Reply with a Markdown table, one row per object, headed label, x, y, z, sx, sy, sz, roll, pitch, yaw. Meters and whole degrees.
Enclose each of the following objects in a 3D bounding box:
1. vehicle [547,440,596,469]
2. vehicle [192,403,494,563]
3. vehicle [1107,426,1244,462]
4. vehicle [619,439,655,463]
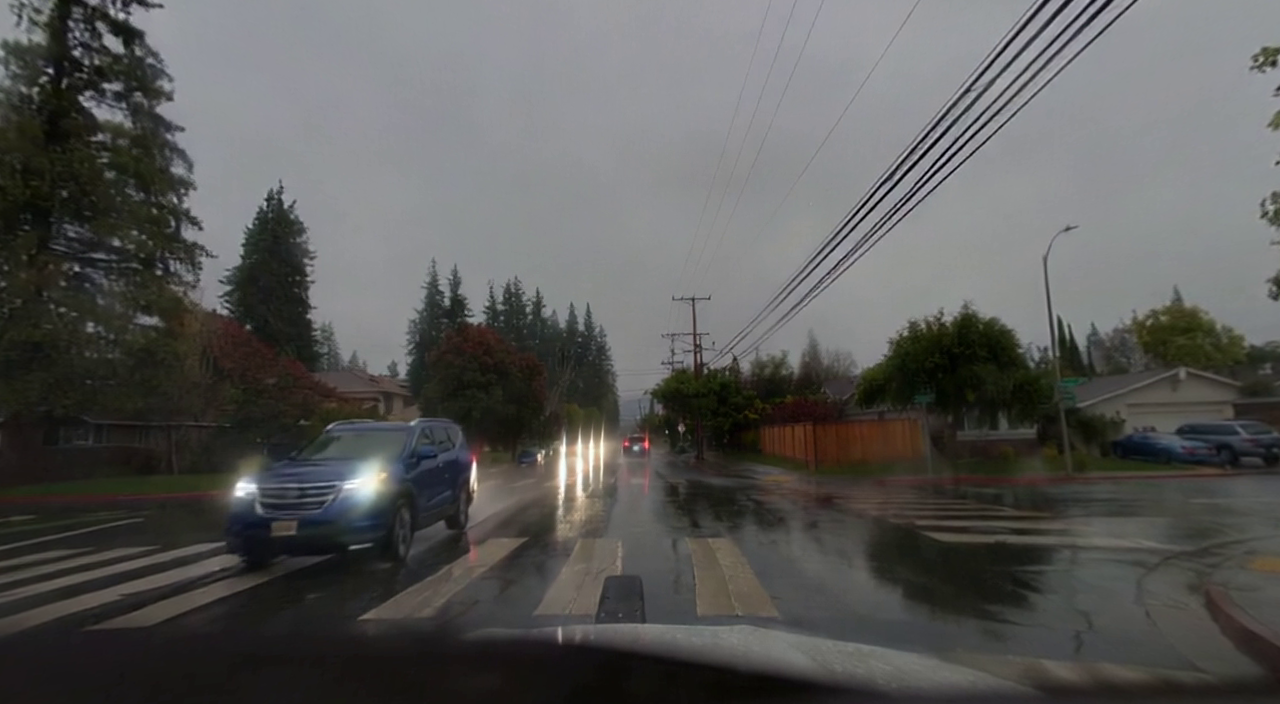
| label | x | y | z | sx | sy | sz | roll | pitch | yaw |
| --- | --- | --- | --- | --- | --- | --- | --- | --- | --- |
| vehicle | -3.607 | 5.491 | 34.019 | 2.102 | 1.463 | 4.024 | 0 | -8 | 1 |
| vehicle | -3.849 | 1.798 | 9.406 | 2.330 | 1.768 | 4.553 | 0 | -8 | -1 |
| vehicle | 23.416 | 4.056 | 27.912 | 1.841 | 1.448 | 4.688 | 0 | -8 | -1 |
| vehicle | -0.216 | 6.463 | 41.364 | 2.209 | 1.501 | 4.208 | 0 | -8 | -1 |
